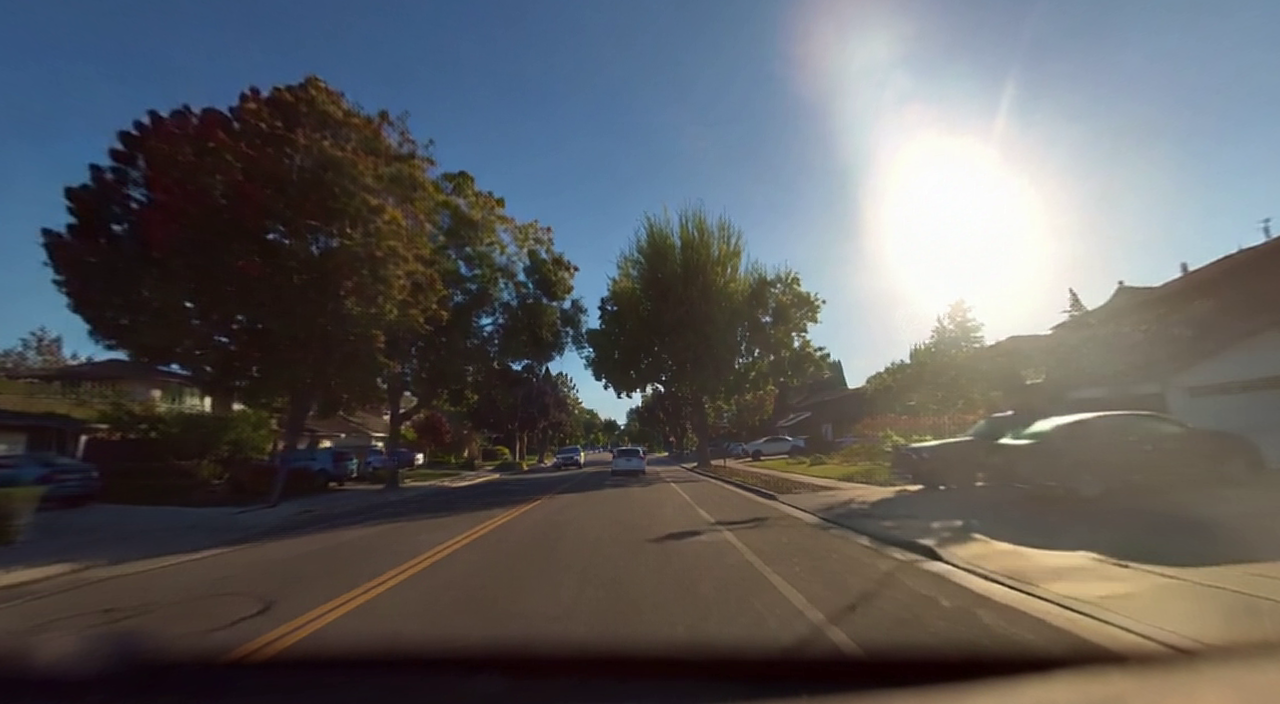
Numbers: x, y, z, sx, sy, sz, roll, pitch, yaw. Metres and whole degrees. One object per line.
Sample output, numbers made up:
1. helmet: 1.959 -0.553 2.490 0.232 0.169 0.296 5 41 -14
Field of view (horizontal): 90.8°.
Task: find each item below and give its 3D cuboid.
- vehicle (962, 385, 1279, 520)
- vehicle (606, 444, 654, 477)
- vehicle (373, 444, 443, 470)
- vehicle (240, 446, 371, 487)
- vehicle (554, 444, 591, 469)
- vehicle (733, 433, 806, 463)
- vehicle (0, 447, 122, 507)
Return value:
1. vehicle: 8.382 1.658 10.800 4.513 1.617 1.998 -6 -8 -1
2. vehicle: -0.451 5.125 30.118 2.098 1.483 4.099 0 -8 0
3. vehicle: -17.341 7.858 47.432 4.463 1.917 1.970 1 -9 -5
4. vehicle: -14.850 5.099 28.191 4.608 1.743 2.222 -1 -9 6
5. vehicle: -5.095 7.967 48.484 2.256 1.838 4.613 0 -8 1
6. vehicle: 9.234 6.852 45.182 4.634 1.723 1.966 -4 -7 -2
7. vehicle: -17.082 3.434 17.818 4.608 1.481 1.890 -4 -9 25
